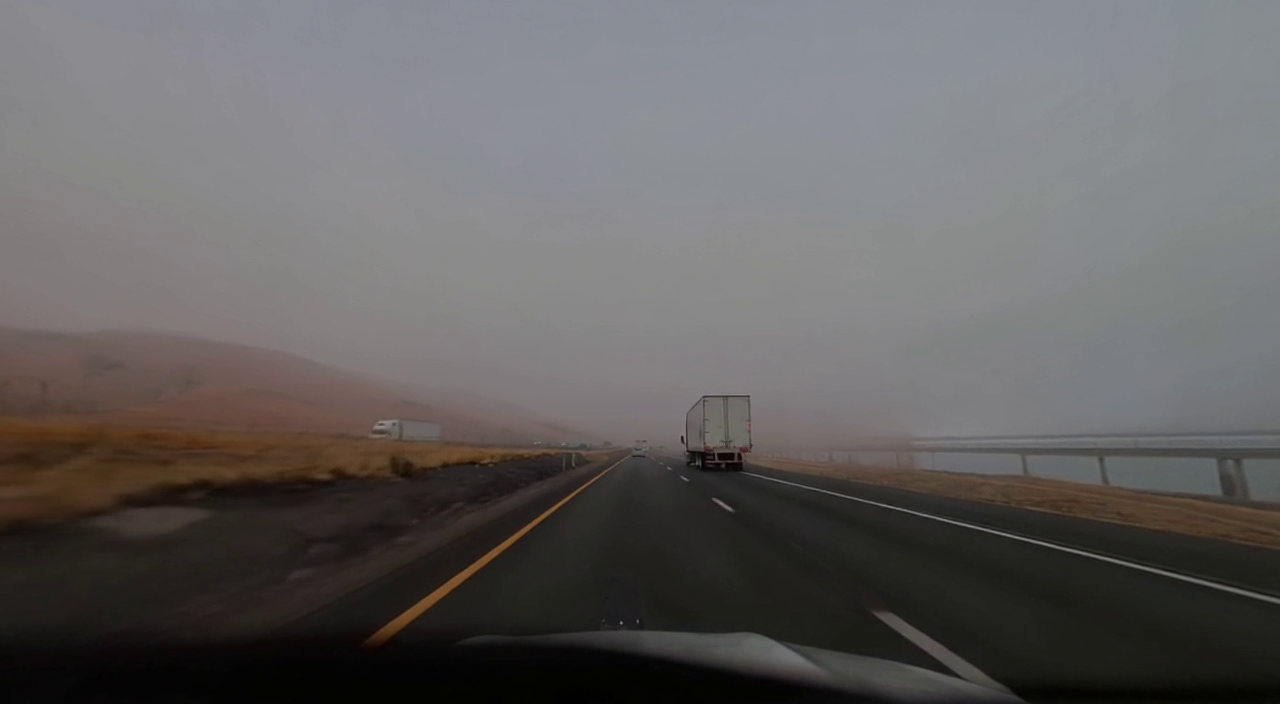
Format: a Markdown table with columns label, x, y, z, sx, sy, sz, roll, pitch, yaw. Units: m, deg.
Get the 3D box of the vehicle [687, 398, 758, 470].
| label | x | y | z | sx | sy | sz | roll | pitch | yaw |
| --- | --- | --- | --- | --- | --- | --- | --- | --- | --- |
| vehicle | 5.150 | 5.632 | 42.178 | 3.035 | 4.005 | 13.454 | 0 | -9 | 0 |
